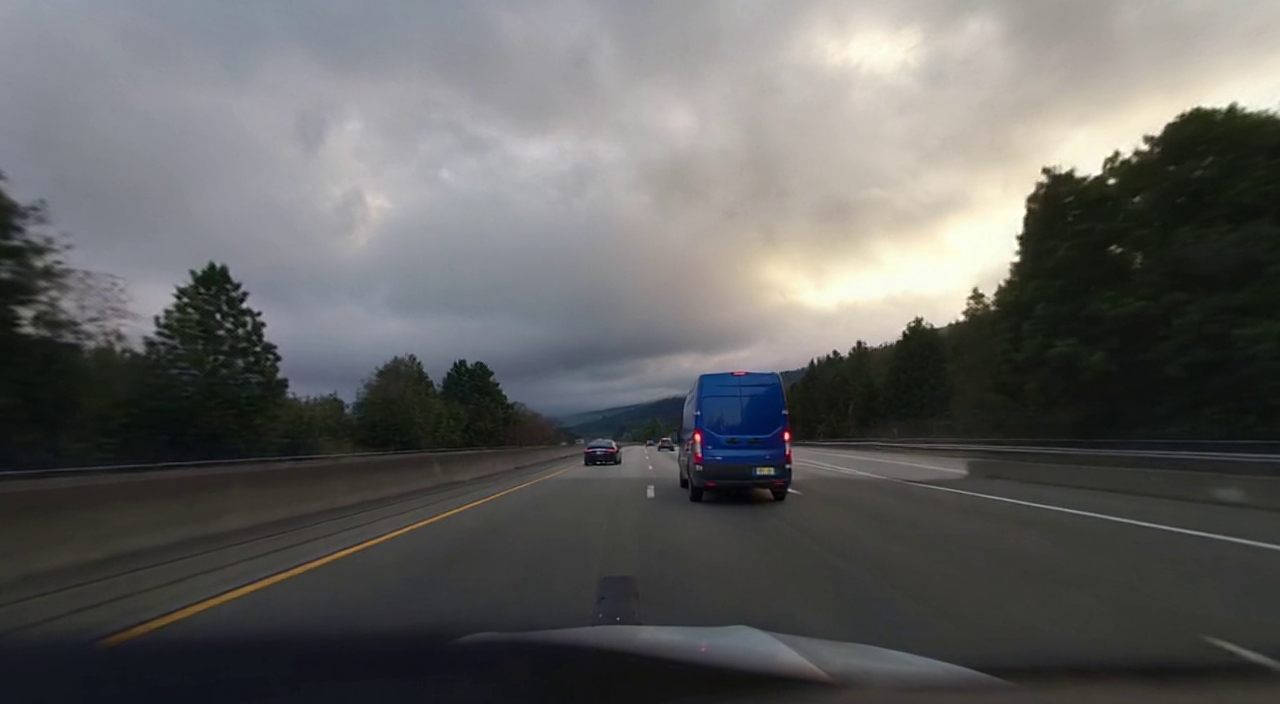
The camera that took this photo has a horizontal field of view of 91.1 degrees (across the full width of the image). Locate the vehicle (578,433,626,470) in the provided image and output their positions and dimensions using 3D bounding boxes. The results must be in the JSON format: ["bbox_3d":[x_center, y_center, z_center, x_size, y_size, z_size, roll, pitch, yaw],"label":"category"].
[{"bbox_3d":[-1.627,4.454,28.352,1.900,1.524,4.324,0,-8,0],"label":"vehicle"}]

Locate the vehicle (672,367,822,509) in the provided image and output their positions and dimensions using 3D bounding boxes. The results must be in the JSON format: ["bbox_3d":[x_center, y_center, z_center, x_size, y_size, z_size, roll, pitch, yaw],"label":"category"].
[{"bbox_3d":[2.128,2.053,15.164,2.416,2.595,7.243,0,-8,1],"label":"vehicle"}]
